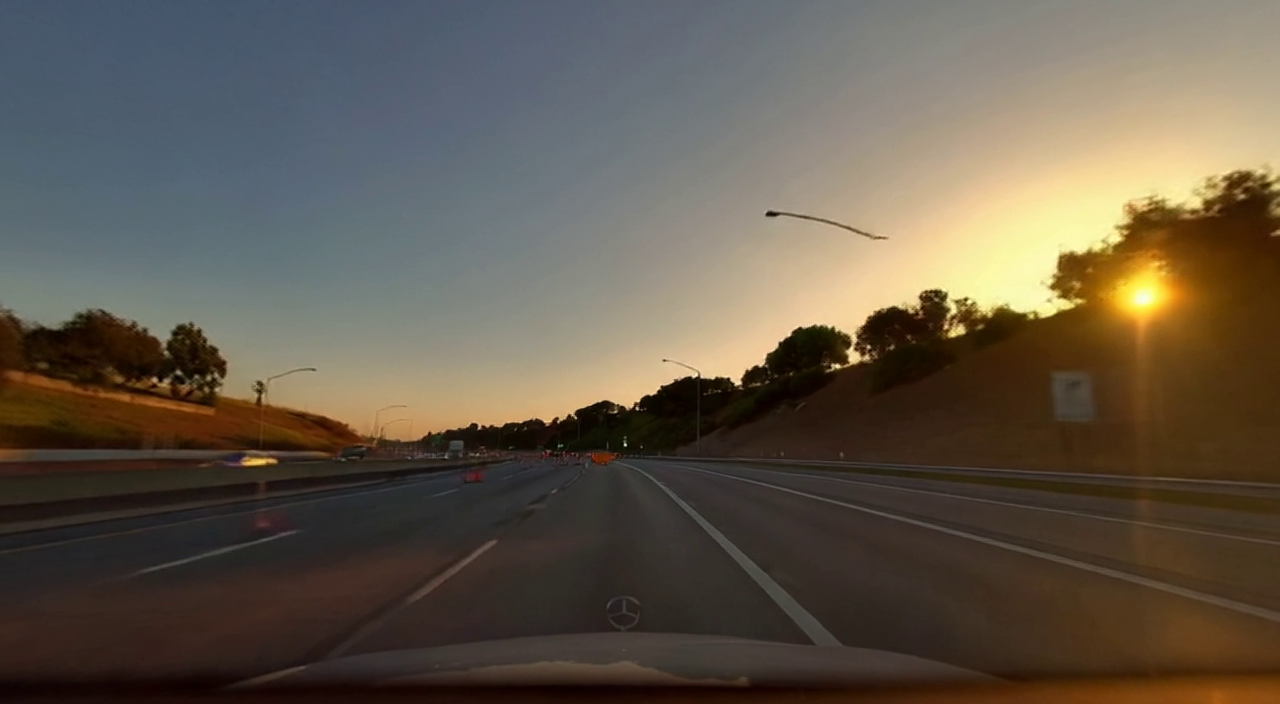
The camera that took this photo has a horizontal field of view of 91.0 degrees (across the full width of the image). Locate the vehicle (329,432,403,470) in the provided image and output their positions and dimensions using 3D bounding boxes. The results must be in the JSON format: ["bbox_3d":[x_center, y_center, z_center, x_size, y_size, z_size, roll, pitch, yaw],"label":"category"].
[{"bbox_3d":[-18.779,6.934,43.567,2.450,2.180,6.404,7,-11,-3],"label":"vehicle"}]

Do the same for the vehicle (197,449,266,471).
[{"bbox_3d":[-31.194,8.239,48.316,2.075,1.589,5.035,0,-9,-2],"label":"vehicle"}]
